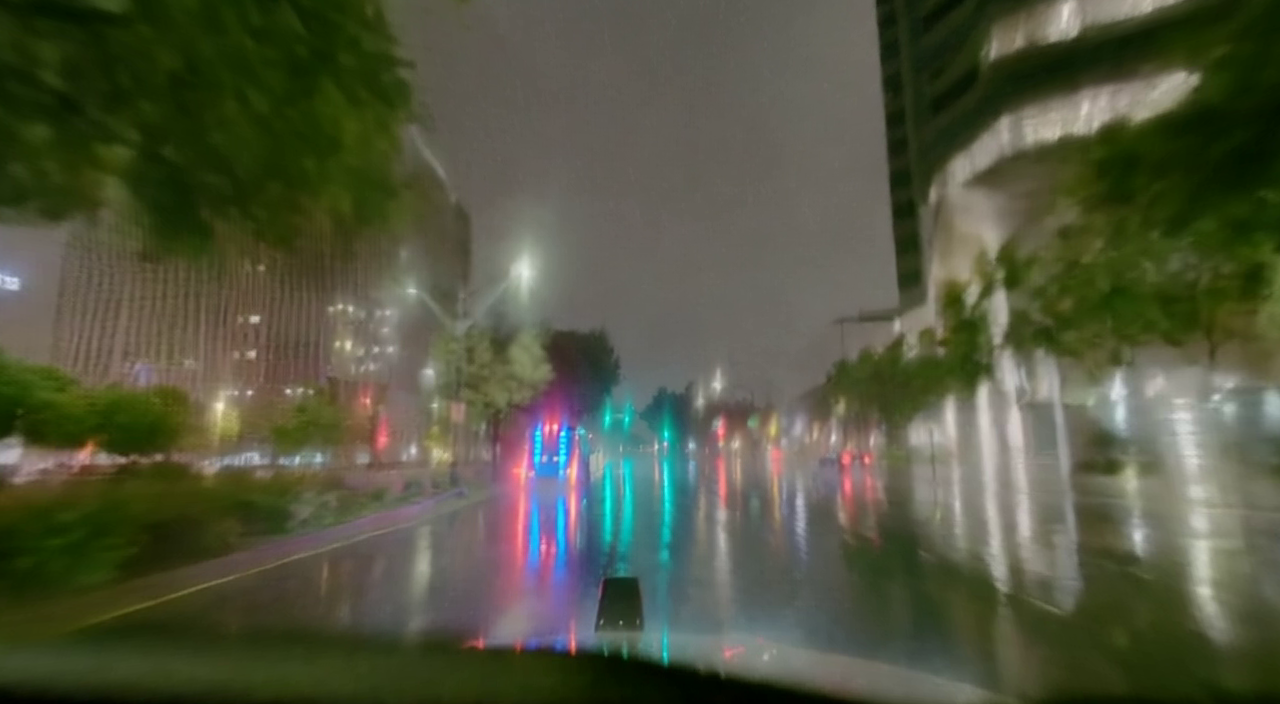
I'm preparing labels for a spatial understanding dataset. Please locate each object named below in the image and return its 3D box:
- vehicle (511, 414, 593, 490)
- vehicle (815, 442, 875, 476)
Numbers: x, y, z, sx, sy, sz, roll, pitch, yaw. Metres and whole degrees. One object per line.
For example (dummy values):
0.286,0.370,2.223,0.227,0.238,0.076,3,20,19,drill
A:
-3.508,4.194,26.604,2.633,2.787,5.796,0,-9,0,vehicle
11.178,5.884,34.828,1.980,1.719,4.422,-1,-9,3,vehicle
